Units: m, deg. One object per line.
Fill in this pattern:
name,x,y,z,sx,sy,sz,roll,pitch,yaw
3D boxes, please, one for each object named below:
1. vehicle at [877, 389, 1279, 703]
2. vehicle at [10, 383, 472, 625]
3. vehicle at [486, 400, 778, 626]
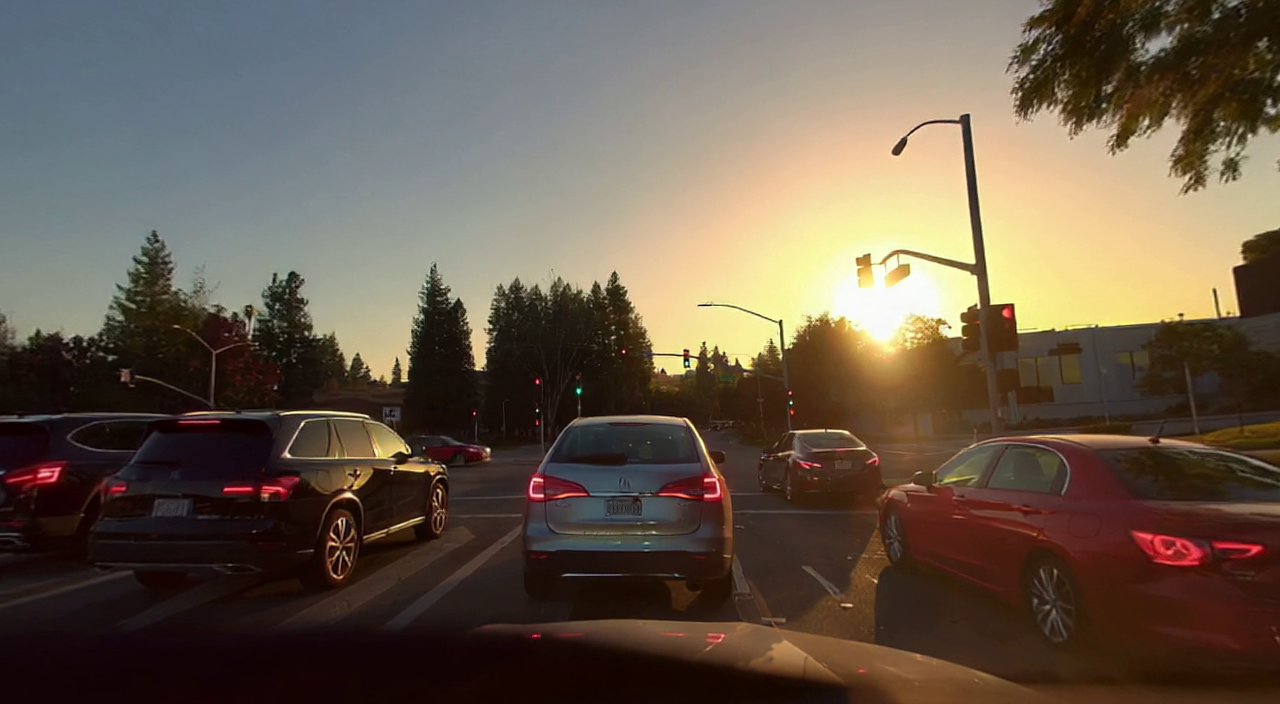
vehicle,3.594,1.209,4.601,2.010,1.486,4.498,0,-8,1
vehicle,-3.541,1.430,6.866,2.014,1.755,4.360,0,-8,3
vehicle,-0.034,1.401,6.307,2.047,1.579,3.642,0,-8,1
